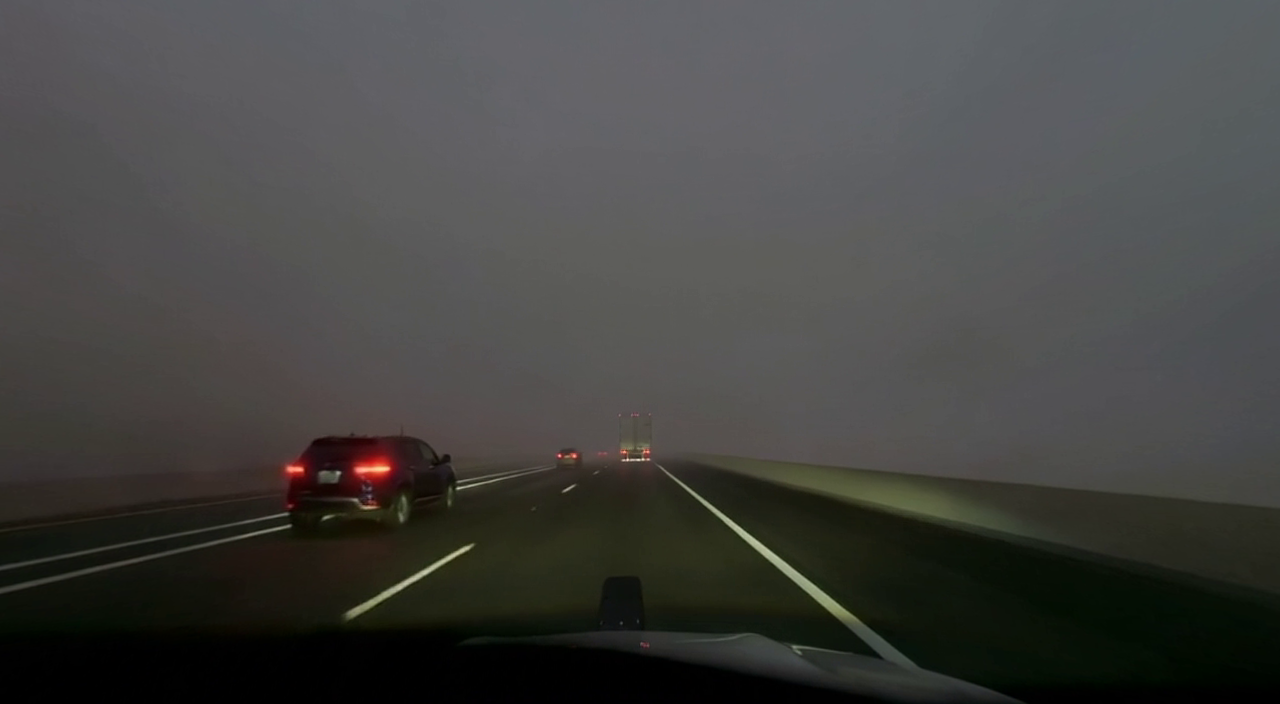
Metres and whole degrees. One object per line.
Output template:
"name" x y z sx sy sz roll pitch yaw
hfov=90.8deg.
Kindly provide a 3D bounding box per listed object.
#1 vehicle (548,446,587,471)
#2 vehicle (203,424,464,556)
"vehicle" -4.495 6.672 39.704 1.978 1.507 4.062 0 -9 0
"vehicle" -4.407 2.041 10.009 1.991 1.618 4.211 0 -9 0
